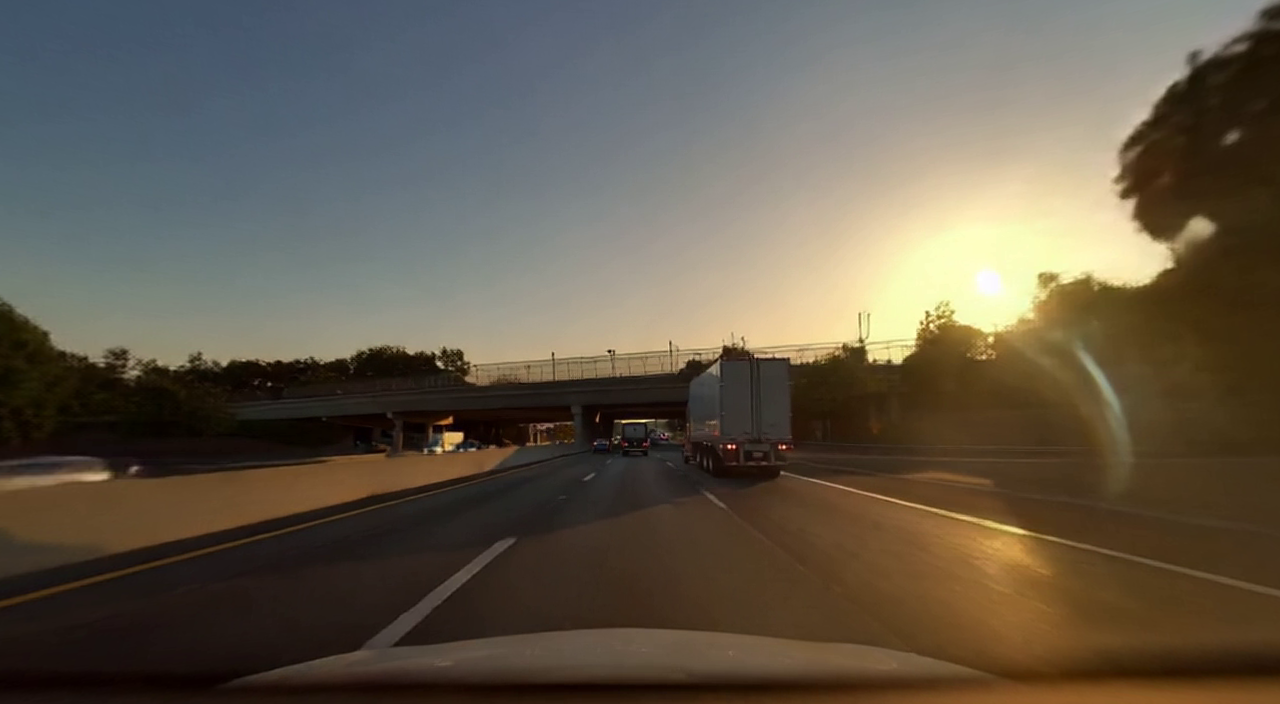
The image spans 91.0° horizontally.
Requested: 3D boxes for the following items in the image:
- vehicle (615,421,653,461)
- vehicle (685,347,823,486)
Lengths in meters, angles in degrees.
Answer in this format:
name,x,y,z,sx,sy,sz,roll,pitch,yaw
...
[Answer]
name,x,y,z,sx,sy,sz,roll,pitch,yaw
vehicle,-0.401,6.304,44.787,2.481,2.618,6.314,0,-8,0
vehicle,3.676,2.627,23.688,2.997,3.983,10.860,1,-8,-1
